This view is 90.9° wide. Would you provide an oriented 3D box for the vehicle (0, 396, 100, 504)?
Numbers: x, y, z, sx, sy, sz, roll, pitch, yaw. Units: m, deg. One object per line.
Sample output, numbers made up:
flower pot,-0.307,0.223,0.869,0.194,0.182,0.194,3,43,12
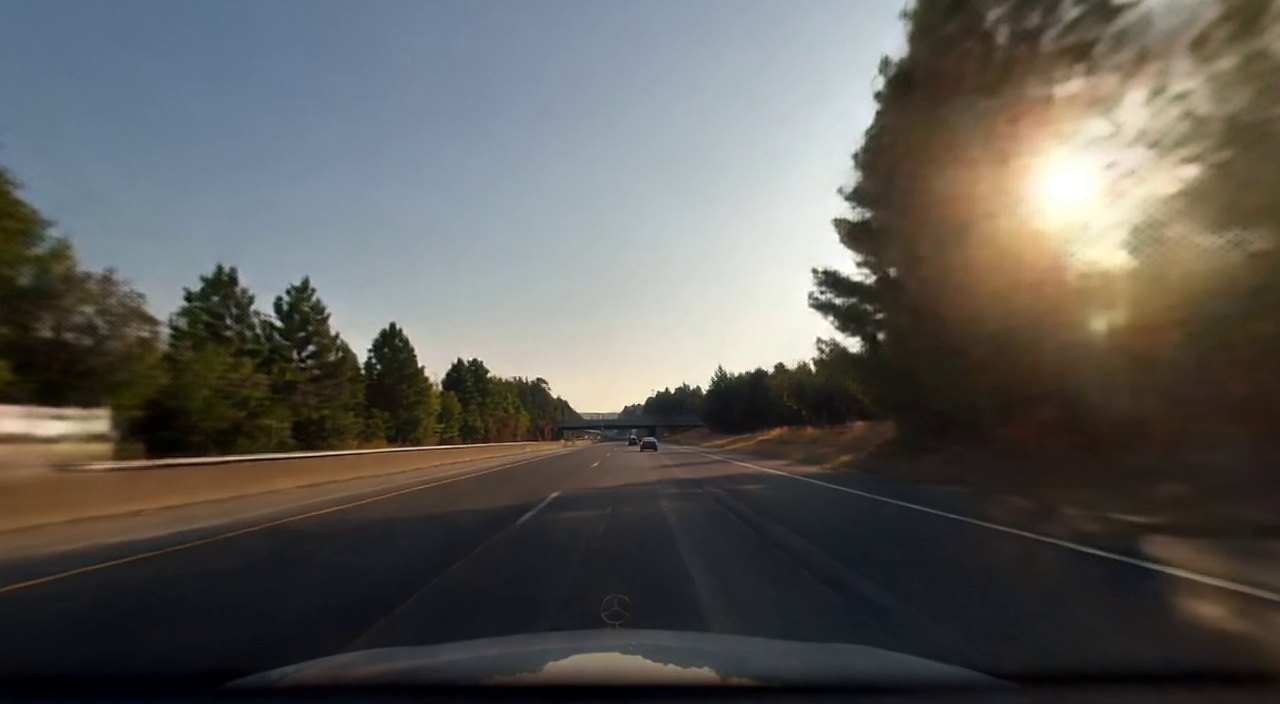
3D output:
vehicle,-16.609,2.269,14.464,2.461,2.573,6.713,0,-8,0
